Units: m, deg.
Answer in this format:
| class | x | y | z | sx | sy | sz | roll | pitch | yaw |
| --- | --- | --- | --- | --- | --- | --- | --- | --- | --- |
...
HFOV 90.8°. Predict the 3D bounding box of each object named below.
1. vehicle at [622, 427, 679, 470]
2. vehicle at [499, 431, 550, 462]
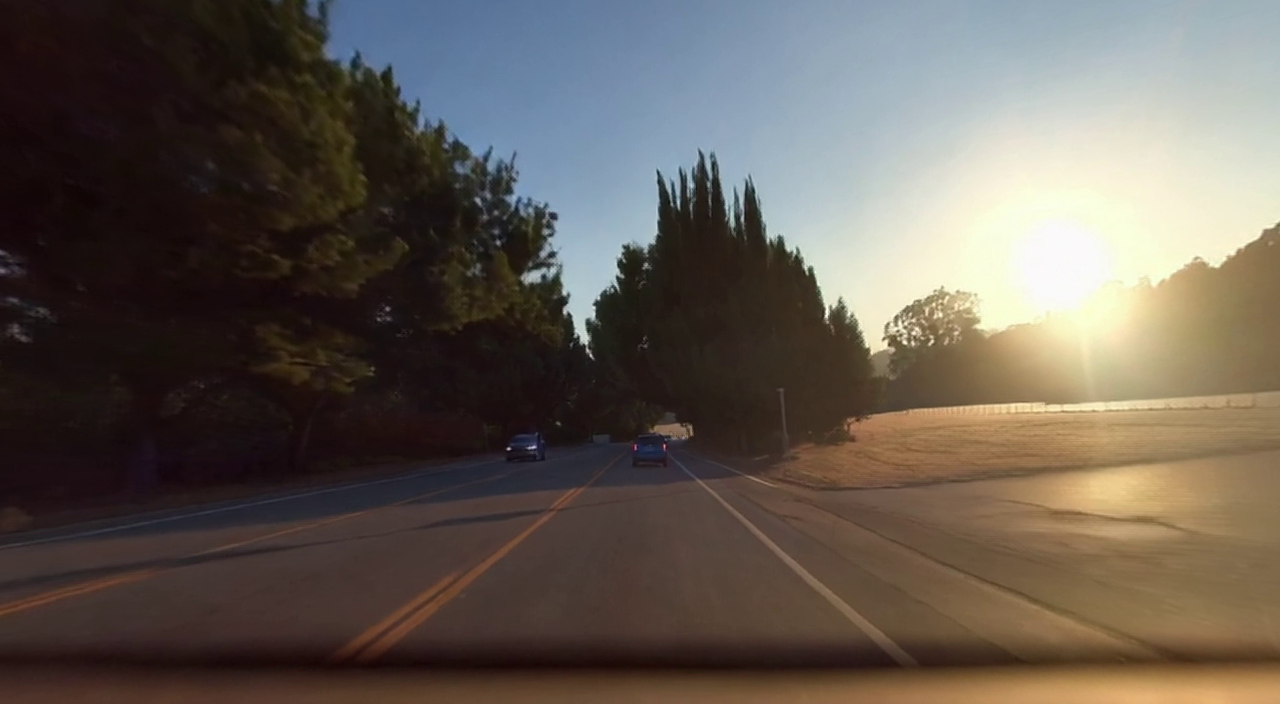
| class | x | y | z | sx | sy | sz | roll | pitch | yaw |
| --- | --- | --- | --- | --- | --- | --- | --- | --- | --- |
| vehicle | 0.455 | 4.207 | 27.636 | 2.294 | 1.708 | 4.110 | 0 | -8 | 1 |
| vehicle | -6.920 | 5.740 | 38.395 | 2.185 | 1.713 | 4.365 | 0 | -8 | 1 |
